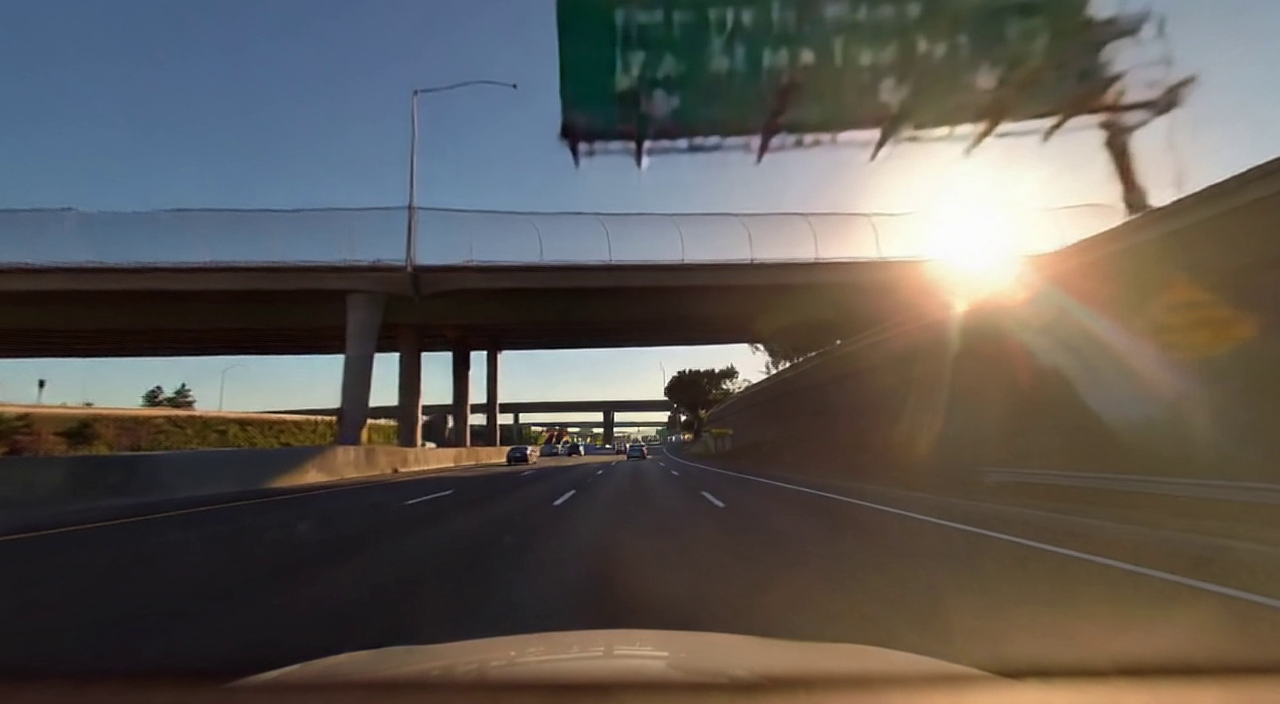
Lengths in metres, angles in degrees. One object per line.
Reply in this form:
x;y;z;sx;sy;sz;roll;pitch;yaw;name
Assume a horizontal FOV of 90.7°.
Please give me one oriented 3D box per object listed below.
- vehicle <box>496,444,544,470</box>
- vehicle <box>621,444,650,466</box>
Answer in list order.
-7.198;6.330;38.313;1.994;1.487;4.605;0;-9;0;vehicle
-0.369;7.581;46.775;2.086;1.472;4.168;0;-9;-2;vehicle
